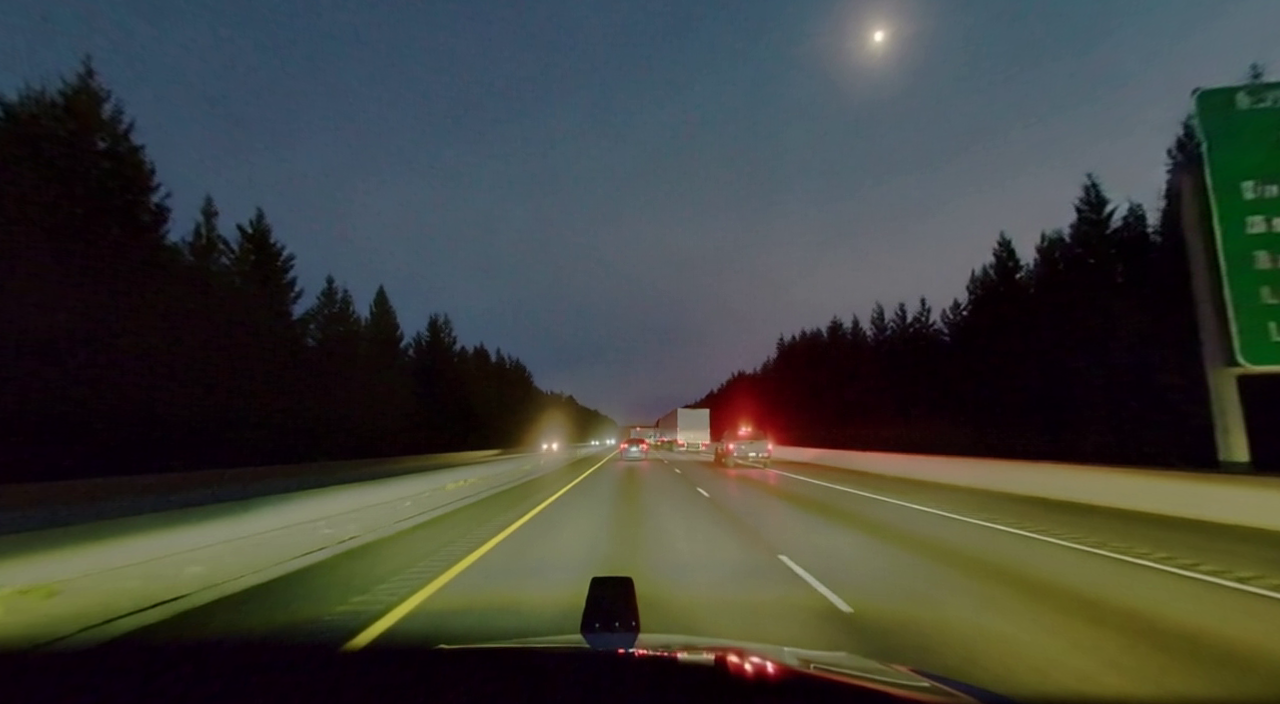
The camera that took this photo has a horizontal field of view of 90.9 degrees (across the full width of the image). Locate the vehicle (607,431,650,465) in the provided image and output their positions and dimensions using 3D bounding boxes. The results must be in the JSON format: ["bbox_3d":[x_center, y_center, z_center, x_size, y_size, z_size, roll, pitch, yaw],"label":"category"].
[{"bbox_3d":[-0.603,5.175,34.258,2.206,1.681,4.111,0,-8,-1],"label":"vehicle"}]

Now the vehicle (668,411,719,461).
[{"bbox_3d":[3.476,5.705,42.952,2.728,3.053,7.708,0,-8,0],"label":"vehicle"}]

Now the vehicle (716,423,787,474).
[{"bbox_3d":[4.465,3.910,25.886,2.073,1.905,4.023,0,-8,-1],"label":"vehicle"}]
